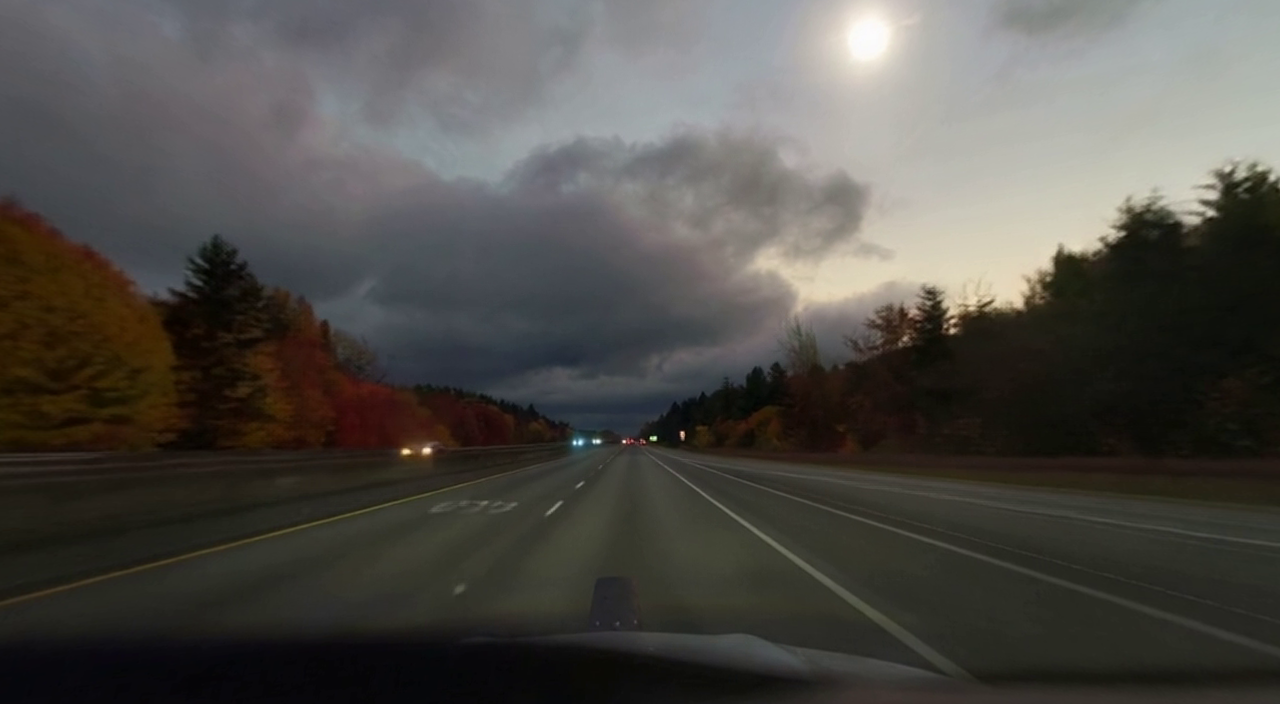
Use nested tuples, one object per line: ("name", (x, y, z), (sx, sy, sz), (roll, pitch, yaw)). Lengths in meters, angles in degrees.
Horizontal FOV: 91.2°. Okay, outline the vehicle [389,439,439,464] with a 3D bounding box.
("vehicle", (-15.182, 6.697, 42.340), (1.880, 1.557, 4.116), (-1, -9, 0))
